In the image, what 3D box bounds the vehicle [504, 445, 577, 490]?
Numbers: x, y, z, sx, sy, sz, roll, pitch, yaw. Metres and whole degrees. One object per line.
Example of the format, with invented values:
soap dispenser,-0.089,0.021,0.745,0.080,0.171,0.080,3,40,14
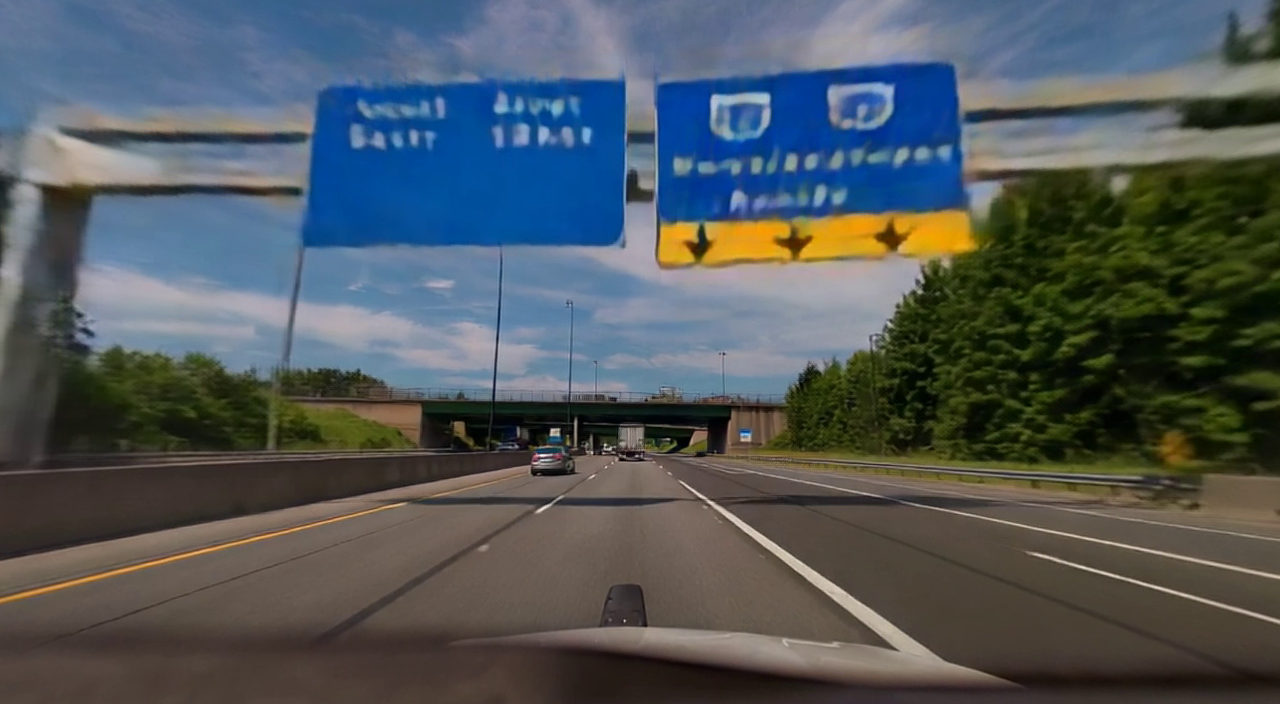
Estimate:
vehicle,-3.651,4.339,24.024,2.042,1.526,4.516,0,-9,0
